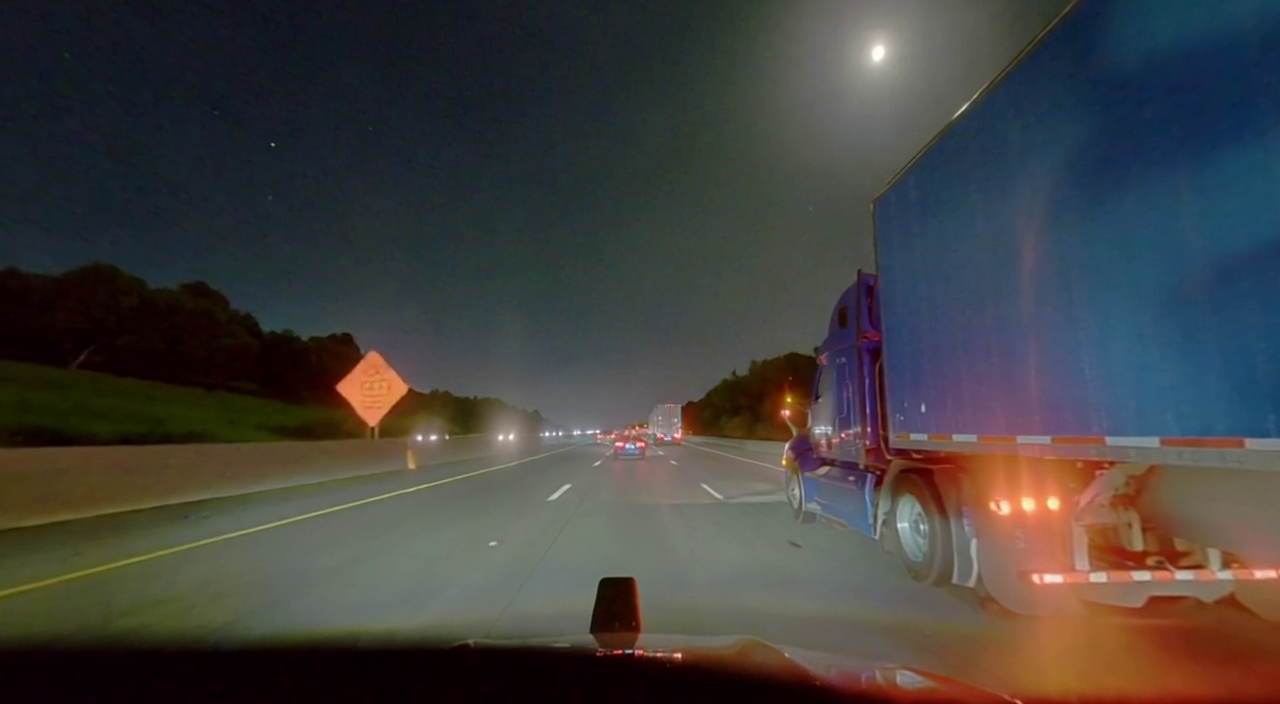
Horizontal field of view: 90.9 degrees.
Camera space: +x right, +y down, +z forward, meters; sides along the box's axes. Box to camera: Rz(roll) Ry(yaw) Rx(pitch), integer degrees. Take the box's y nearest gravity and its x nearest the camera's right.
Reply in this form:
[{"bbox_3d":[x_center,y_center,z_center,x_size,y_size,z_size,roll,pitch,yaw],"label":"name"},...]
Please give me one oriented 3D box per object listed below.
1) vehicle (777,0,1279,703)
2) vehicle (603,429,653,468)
[{"bbox_3d":[3.459,-0.016,2.869,2.919,3.634,10.888,0,-8,-2],"label":"vehicle"},{"bbox_3d":[-0.495,3.917,25.852,1.929,1.469,3.677,0,-8,-1],"label":"vehicle"}]
